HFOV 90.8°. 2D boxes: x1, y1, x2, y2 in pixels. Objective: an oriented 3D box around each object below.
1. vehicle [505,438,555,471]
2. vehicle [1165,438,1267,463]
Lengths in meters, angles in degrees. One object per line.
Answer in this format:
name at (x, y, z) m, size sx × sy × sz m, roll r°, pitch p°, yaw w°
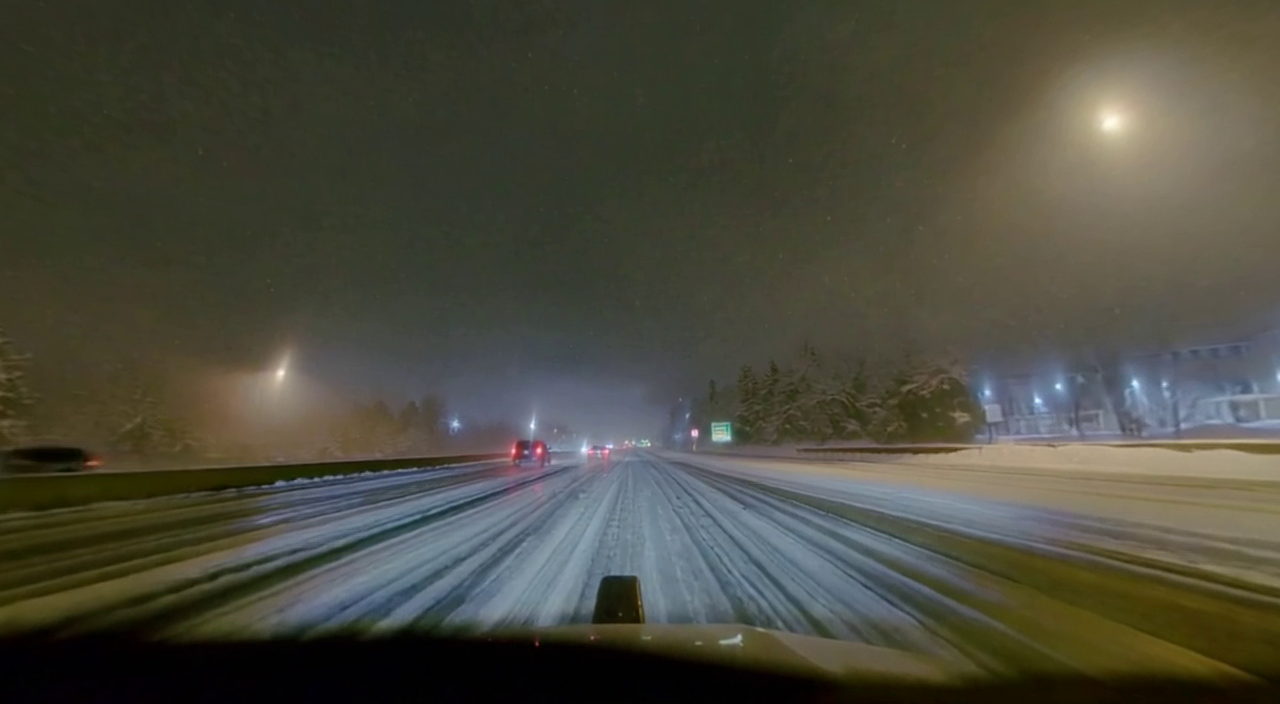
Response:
vehicle at (-6.281, 5.882, 36.668) m, size 2.015 × 1.762 × 4.790 m, roll 0°, pitch -8°, yaw 0°
vehicle at (38.083, 6.510, 41.887) m, size 1.813 × 1.580 × 4.571 m, roll 5°, pitch -10°, yaw -31°
